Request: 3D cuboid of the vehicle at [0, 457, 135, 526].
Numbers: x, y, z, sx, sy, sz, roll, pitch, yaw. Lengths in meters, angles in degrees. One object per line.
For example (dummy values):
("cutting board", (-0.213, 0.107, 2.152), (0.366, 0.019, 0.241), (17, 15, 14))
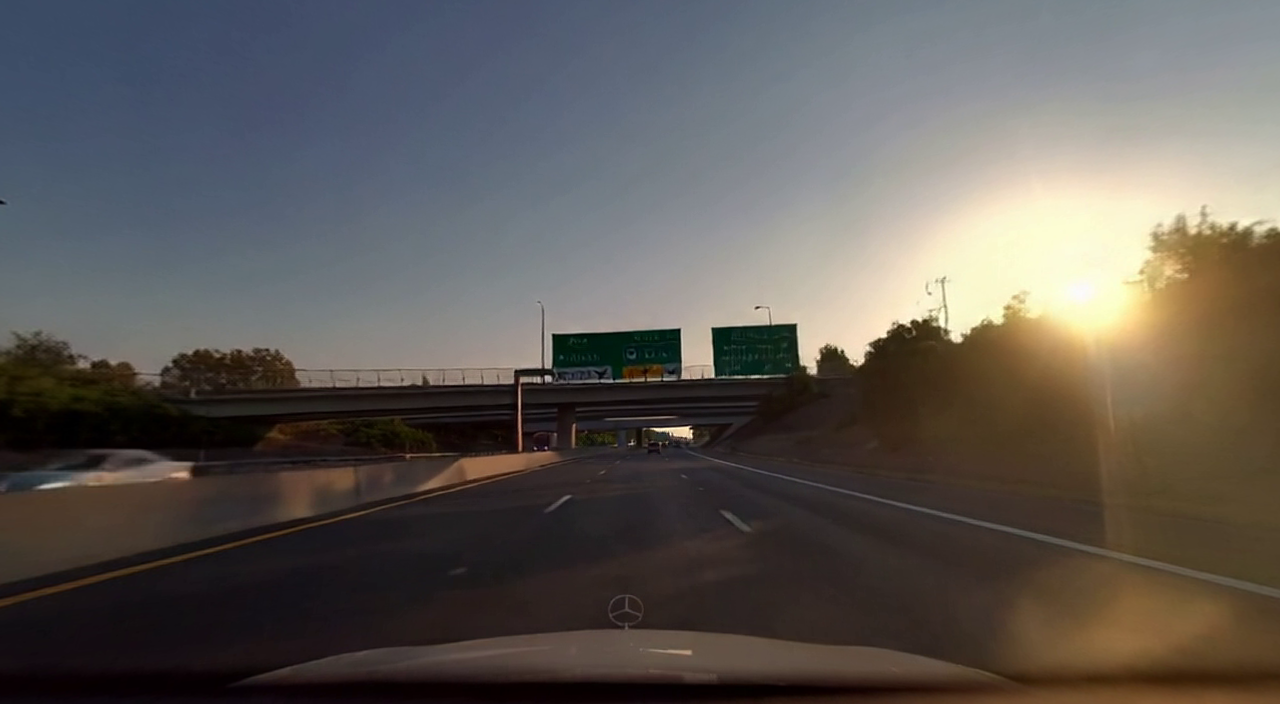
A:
("vehicle", (-16.918, 3.790, 17.561), (1.968, 1.630, 4.318), (0, -9, 0))
